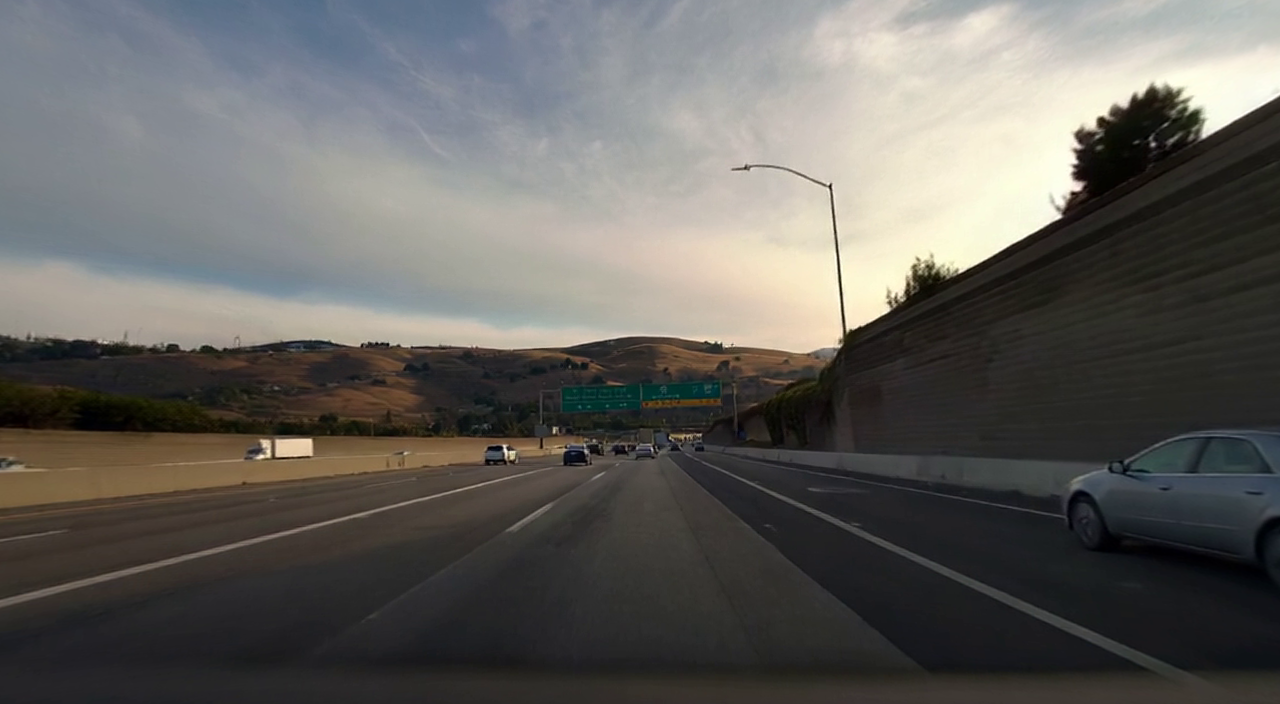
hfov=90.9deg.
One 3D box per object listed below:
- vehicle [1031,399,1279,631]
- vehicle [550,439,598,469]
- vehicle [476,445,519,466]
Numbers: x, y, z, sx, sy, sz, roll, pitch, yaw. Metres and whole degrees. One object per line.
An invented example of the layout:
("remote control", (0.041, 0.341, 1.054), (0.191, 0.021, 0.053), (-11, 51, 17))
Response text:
("vehicle", (5.680, 1.266, 5.206), (2.122, 1.646, 4.491), (-1, -8, 2))
("vehicle", (-4.262, 6.649, 41.523), (2.172, 1.824, 5.031), (-1, -8, 5))
("vehicle", (-10.661, 7.744, 47.480), (2.015, 1.506, 4.386), (-1, -8, 2))
